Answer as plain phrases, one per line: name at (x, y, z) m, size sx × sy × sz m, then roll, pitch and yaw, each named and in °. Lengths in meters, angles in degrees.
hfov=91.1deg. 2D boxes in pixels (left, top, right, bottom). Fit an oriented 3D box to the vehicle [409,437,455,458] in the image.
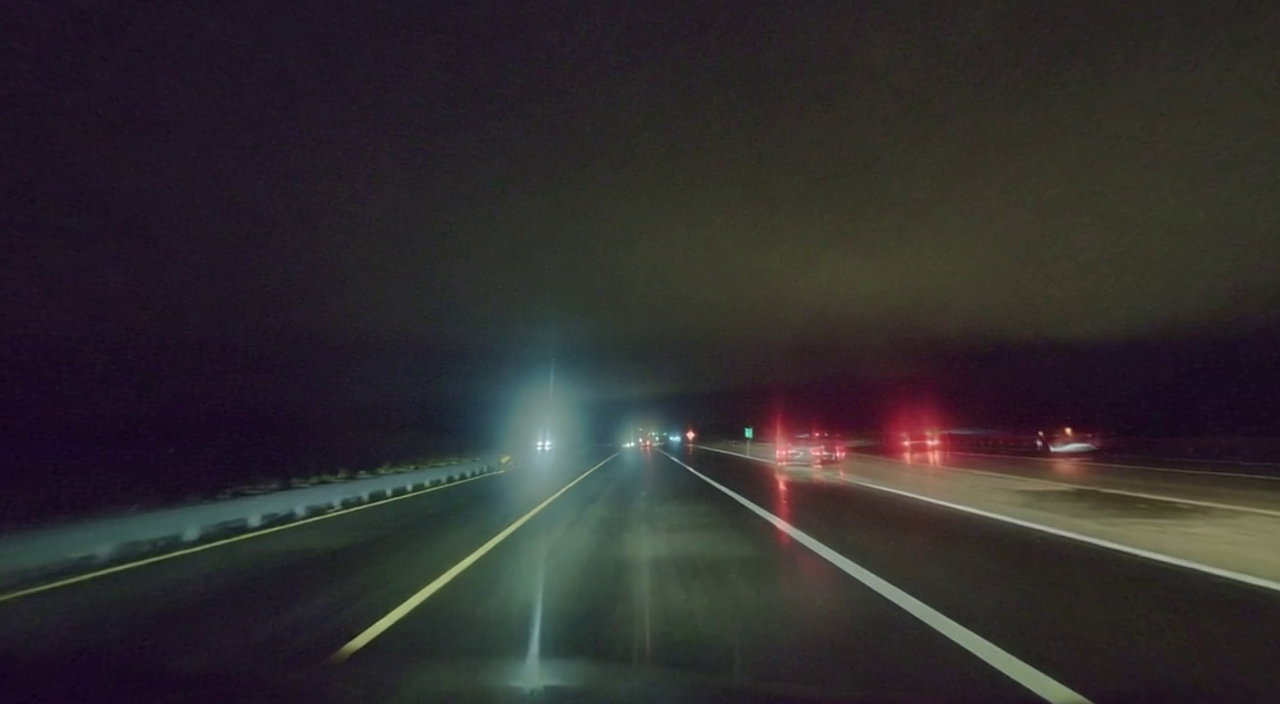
vehicle at (-15.833, 7.294, 48.174) m, size 1.892 × 1.494 × 4.593 m, roll 0°, pitch -7°, yaw 1°
